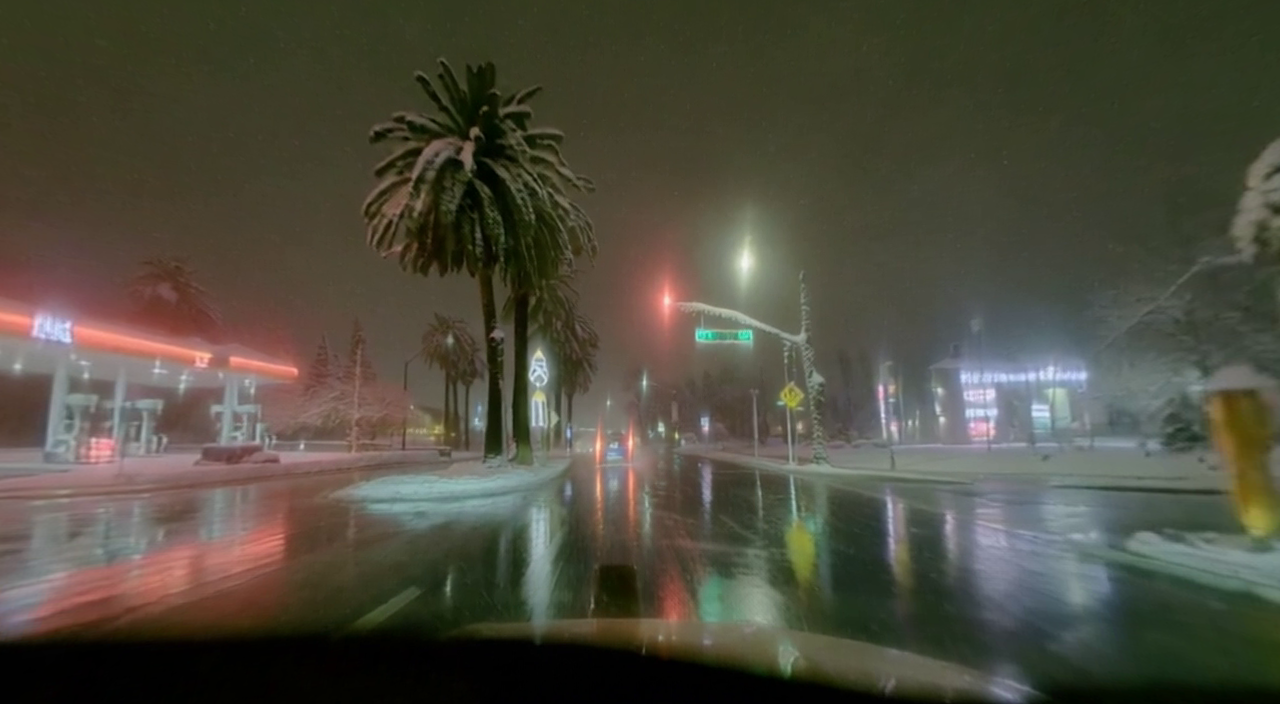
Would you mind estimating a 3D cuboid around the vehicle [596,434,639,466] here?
[{"bbox_3d":[-1.209,5.150,33.268,2.073,1.525,4.809,0,-9,-2],"label":"vehicle"}]
